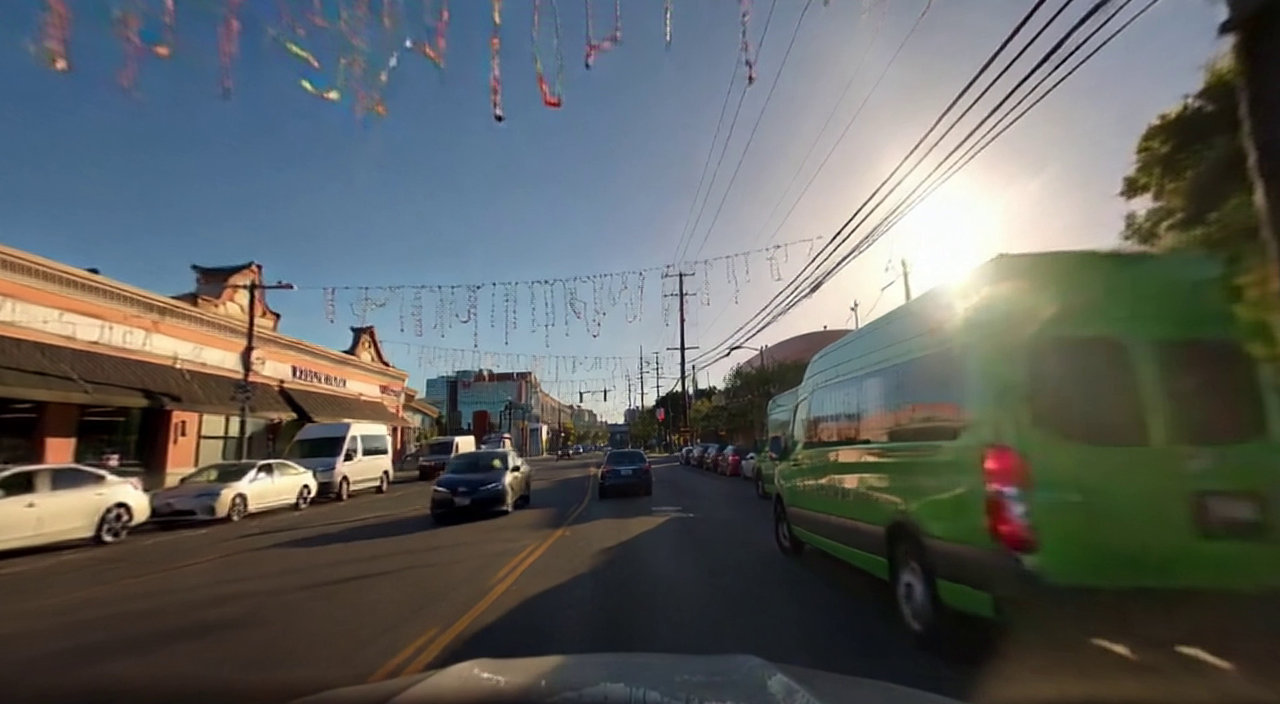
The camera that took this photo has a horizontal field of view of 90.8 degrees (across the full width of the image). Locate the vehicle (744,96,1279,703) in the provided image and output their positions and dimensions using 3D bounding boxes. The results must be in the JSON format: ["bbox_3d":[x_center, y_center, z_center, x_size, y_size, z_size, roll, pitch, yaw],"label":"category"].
[{"bbox_3d":[2.929,0.807,6.111,2.419,2.927,6.907,0,-9,-2],"label":"vehicle"}]

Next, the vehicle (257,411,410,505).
[{"bbox_3d":[-10.056,3.529,21.480,2.398,2.723,5.816,0,-9,-2],"label":"vehicle"}]

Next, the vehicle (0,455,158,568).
[{"bbox_3d":[-9.795,2.310,9.322,1.848,1.517,4.452,0,-9,-1],"label":"vehicle"}]

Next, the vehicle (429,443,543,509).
[{"bbox_3d":[-3.815,3.137,16.499,1.974,1.484,4.400,0,-9,-2],"label":"vehicle"}]

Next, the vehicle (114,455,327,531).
[{"bbox_3d":[-9.763,3.275,15.330,2.063,1.481,4.722,0,-9,-2],"label":"vehicle"}]

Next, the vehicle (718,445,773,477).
[{"bbox_3d":[5.292,5.540,32.234,1.943,1.507,3.816,0,-9,-3],"label":"vehicle"}]

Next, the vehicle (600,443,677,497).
[{"bbox_3d":[-0.081,3.561,19.474,2.112,1.464,4.411,0,-9,-1],"label":"vehicle"}]
